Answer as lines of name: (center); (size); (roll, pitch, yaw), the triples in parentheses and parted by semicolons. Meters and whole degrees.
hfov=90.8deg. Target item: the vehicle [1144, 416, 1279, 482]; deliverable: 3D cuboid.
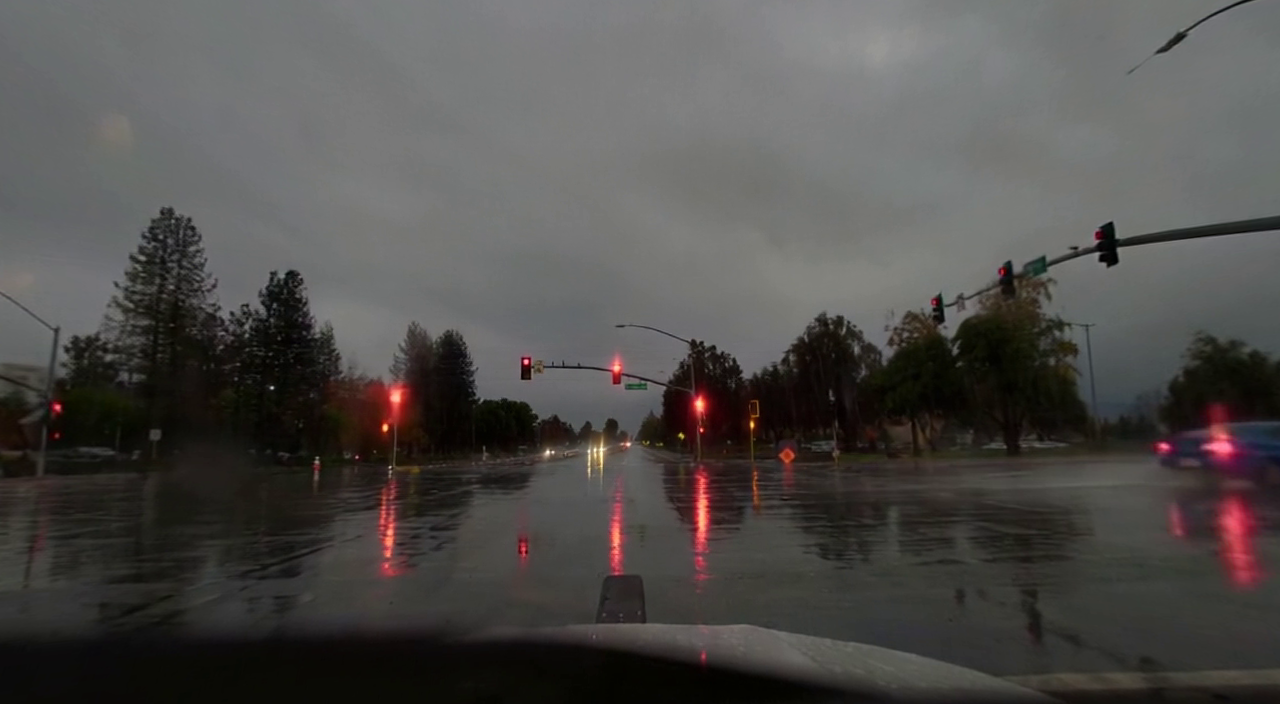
vehicle: (15.061, 2.279, 14.938); (4.736, 1.445, 1.933); (0, -8, -4)
